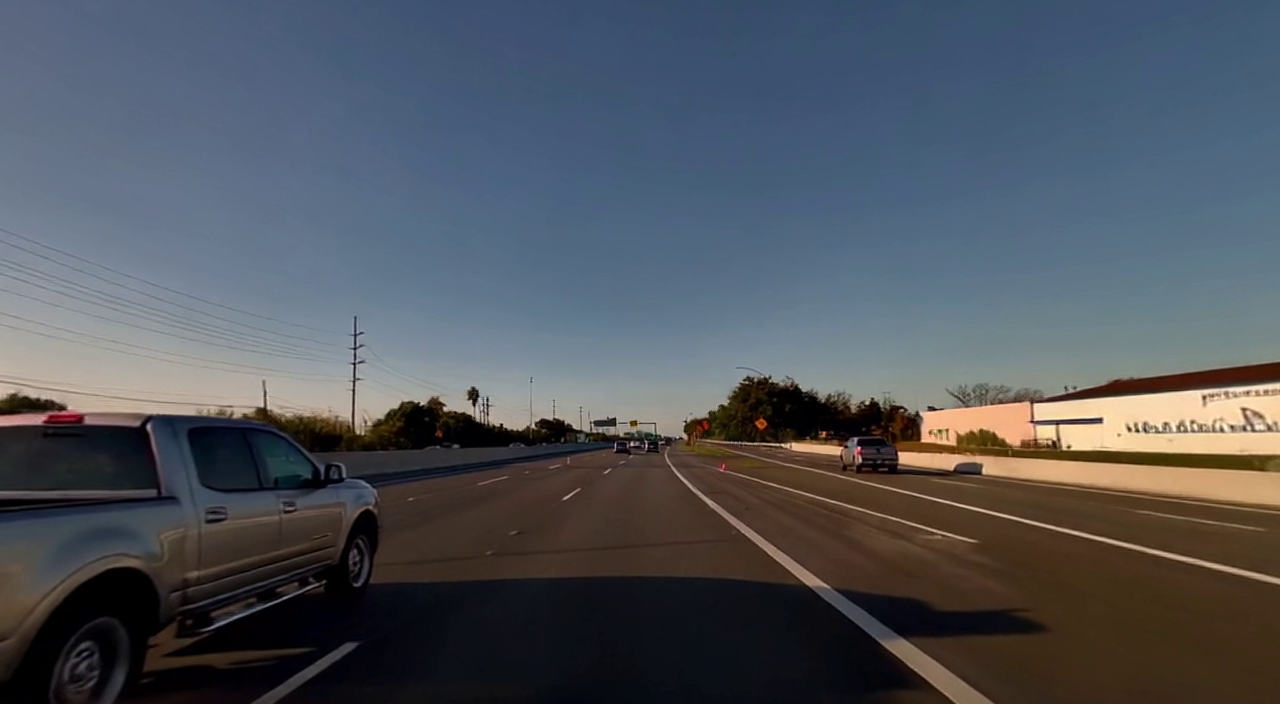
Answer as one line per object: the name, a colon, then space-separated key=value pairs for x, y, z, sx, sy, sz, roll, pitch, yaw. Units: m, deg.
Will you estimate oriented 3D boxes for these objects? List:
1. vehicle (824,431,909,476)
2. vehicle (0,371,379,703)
vehicle: x=10.136 y=4.596 z=28.728 sx=2.186 sy=1.840 sz=5.289 roll=-1 pitch=-8 yaw=4
vehicle: x=-3.580 y=1.086 z=3.846 sx=2.001 sy=1.619 sz=4.445 roll=0 pitch=-8 yaw=1
